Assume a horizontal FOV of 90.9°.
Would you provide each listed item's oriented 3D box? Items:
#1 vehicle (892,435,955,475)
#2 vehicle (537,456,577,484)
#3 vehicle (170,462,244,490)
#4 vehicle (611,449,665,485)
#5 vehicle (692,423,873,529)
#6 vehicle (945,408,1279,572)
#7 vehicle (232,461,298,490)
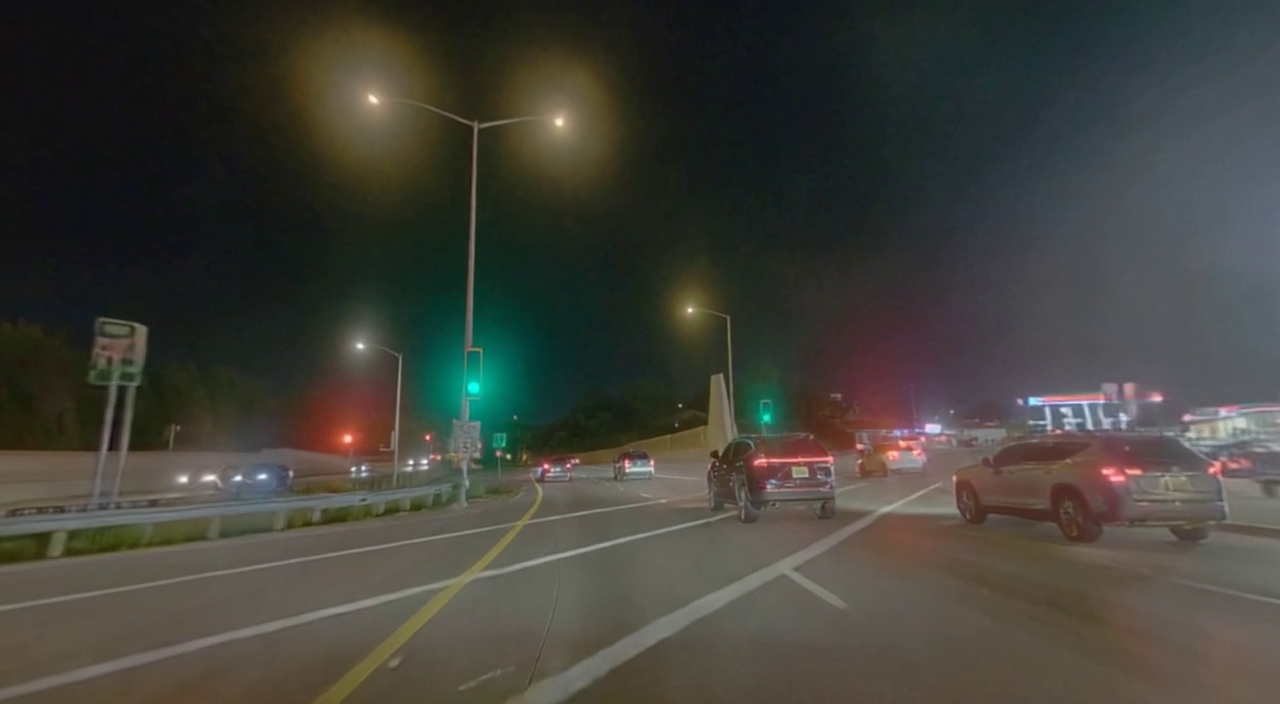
[{"bbox_3d":[14.283,5.121,31.622,2.228,1.798,4.864,-5,-10,30],"label":"vehicle"},{"bbox_3d":[-5.060,7.057,37.999,2.107,1.527,4.174,2,-9,-12],"label":"vehicle"},{"bbox_3d":[-27.676,7.926,40.467,2.009,1.525,4.346,1,-9,-7],"label":"vehicle"},{"bbox_3d":[-0.202,5.709,31.667,2.012,1.612,4.114,2,-9,-10],"label":"vehicle"},{"bbox_3d":[2.646,2.467,13.188,2.184,1.777,4.712,1,-9,-7],"label":"vehicle"},{"bbox_3d":[6.217,1.687,8.458,1.881,1.604,4.289,1,-8,-4],"label":"vehicle"},{"bbox_3d":[-23.497,7.696,39.667,1.871,1.581,4.635,1,-9,-9],"label":"vehicle"}]
